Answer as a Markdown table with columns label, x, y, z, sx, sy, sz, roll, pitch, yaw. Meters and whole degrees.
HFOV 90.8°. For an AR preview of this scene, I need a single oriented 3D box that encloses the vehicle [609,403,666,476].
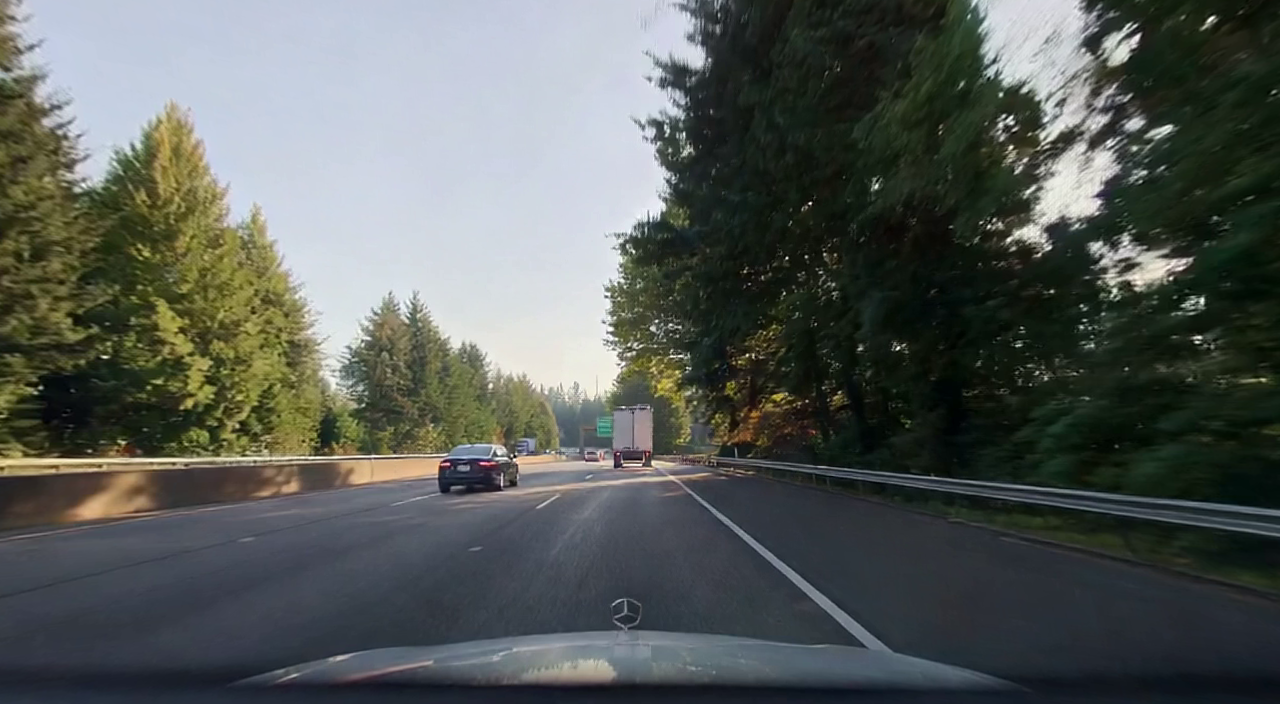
| label | x | y | z | sx | sy | sz | roll | pitch | yaw |
| --- | --- | --- | --- | --- | --- | --- | --- | --- | --- |
| vehicle | -0.302 | 5.564 | 39.359 | 2.976 | 3.800 | 12.335 | 0 | -9 | -1 |

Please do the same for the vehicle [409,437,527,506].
| label | x | y | z | sx | sy | sz | roll | pitch | yaw |
| --- | --- | --- | --- | --- | --- | --- | --- | --- | --- |
| vehicle | -4.330 | 3.086 | 16.597 | 1.964 | 1.556 | 4.071 | 0 | -9 | 0 |
